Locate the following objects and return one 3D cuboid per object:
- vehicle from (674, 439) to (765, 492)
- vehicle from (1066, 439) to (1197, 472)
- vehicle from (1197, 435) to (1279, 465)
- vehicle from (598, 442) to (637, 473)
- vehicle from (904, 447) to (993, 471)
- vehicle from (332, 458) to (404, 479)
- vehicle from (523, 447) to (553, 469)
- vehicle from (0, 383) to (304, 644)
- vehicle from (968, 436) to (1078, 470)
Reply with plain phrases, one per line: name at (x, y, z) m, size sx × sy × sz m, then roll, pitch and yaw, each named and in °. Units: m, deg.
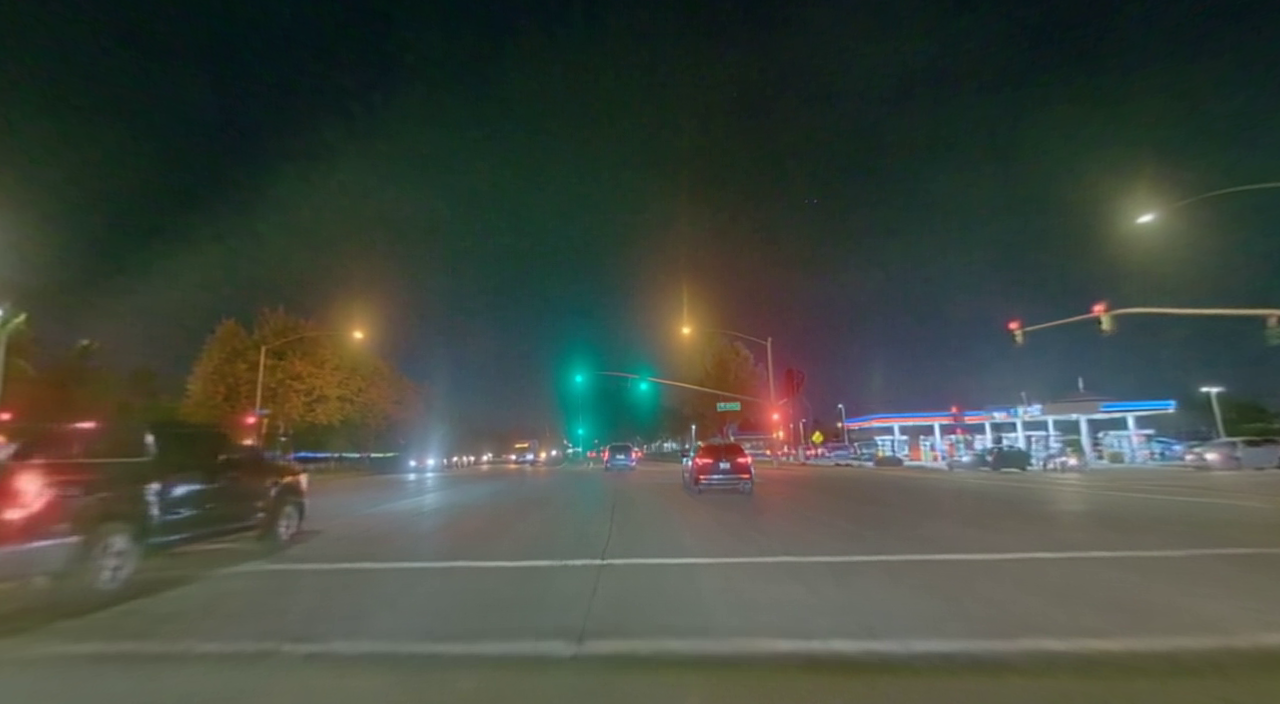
vehicle at (2.369, 3.559, 20.166) m, size 2.061 × 1.487 × 4.462 m, roll 0°, pitch -9°, yaw -4°
vehicle at (23.003, 4.852, 29.643) m, size 4.789 × 1.455 × 1.986 m, roll 1°, pitch -9°, yaw -9°
vehicle at (36.979, 5.933, 38.366) m, size 4.718 × 1.706 × 1.928 m, roll 1°, pitch -9°, yaw -9°
vehicle at (-1.310, 5.837, 35.173) m, size 2.029 × 1.605 × 3.827 m, roll 0°, pitch -9°, yaw -4°
vehicle at (19.889, 6.894, 40.883) m, size 4.637 × 1.443 × 2.050 m, roll 0°, pitch -8°, yaw -1°
vehicle at (-19.825, 8.490, 46.192) m, size 4.428 × 1.416 × 1.759 m, roll 0°, pitch -9°, yaw 0°
vehicle at (-7.871, 8.110, 48.583) m, size 1.972 × 1.466 × 4.493 m, roll 2°, pitch -8°, yaw -12°
vehicle at (-5.698, 1.579, 7.338) m, size 2.195 × 1.905 × 5.634 m, roll 3°, pitch -9°, yaw -19°
vehicle at (21.775, 5.745, 36.033) m, size 4.950 × 1.760 × 2.213 m, roll 1°, pitch -9°, yaw -9°
